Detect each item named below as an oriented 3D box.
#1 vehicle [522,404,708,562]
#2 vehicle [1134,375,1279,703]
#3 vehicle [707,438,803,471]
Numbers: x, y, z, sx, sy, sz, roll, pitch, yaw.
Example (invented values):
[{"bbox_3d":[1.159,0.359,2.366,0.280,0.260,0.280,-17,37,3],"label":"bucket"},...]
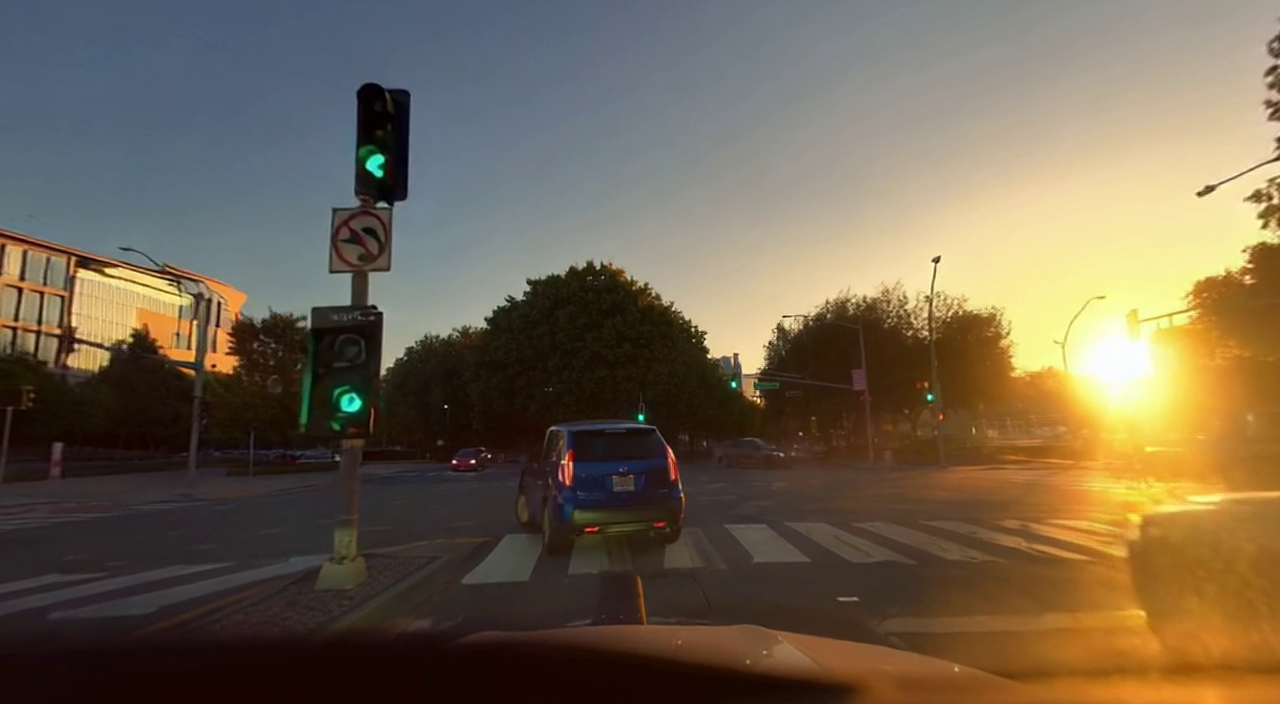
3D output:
[{"bbox_3d":[-0.632,1.815,9.506,2.085,1.807,4.038,2,-8,-12],"label":"vehicle"},{"bbox_3d":[3.583,0.661,1.040,1.899,1.572,4.425,0,-8,-1],"label":"vehicle"},{"bbox_3d":[6.003,5.370,33.296,4.529,1.604,2.130,-8,-11,43],"label":"vehicle"}]
